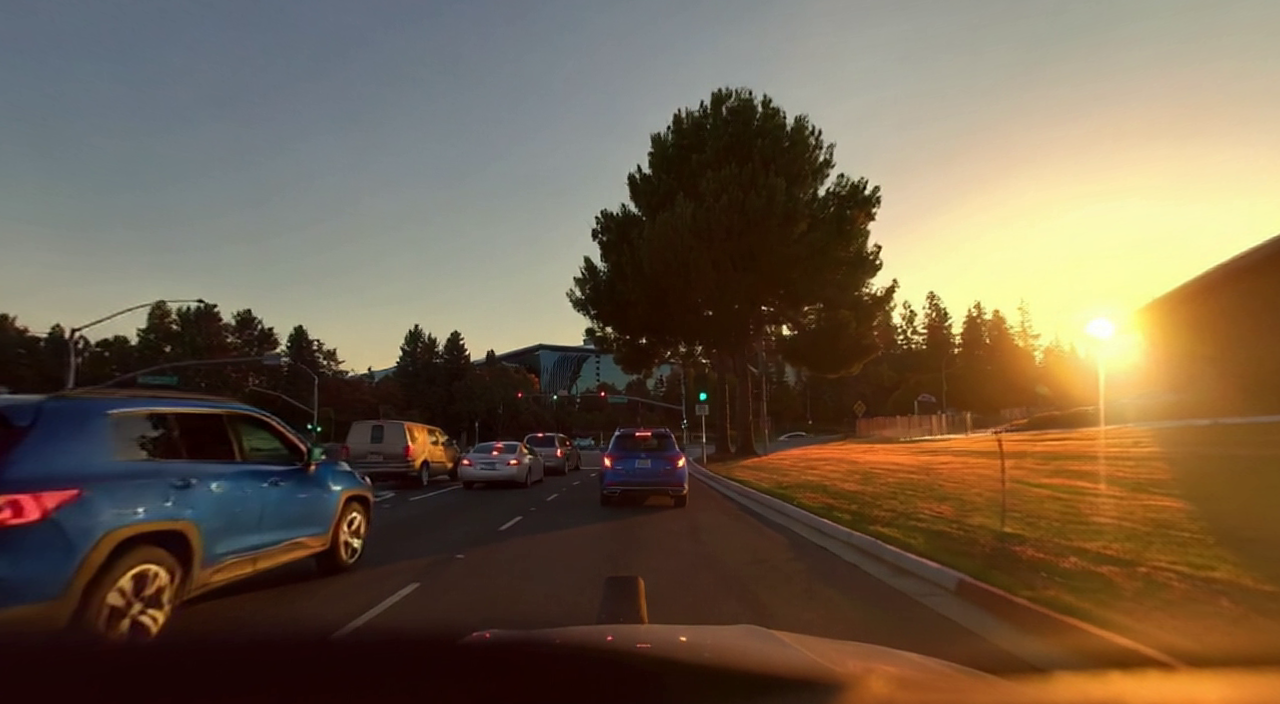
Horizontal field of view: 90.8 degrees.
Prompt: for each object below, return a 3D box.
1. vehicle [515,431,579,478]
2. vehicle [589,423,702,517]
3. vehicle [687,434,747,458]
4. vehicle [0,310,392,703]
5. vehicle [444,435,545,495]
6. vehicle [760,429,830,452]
[{"bbox_3d":[-3.911,4.398,27.301,2.043,1.813,4.549,0,-9,0],"label":"vehicle"},{"bbox_3d":[0.095,2.464,13.663,2.055,1.681,4.270,0,-9,0],"label":"vehicle"},{"bbox_3d":[5.841,7.108,47.924,4.198,1.751,1.935,-3,-9,16],"label":"vehicle"},{"bbox_3d":[-4.067,1.131,5.175,2.088,1.947,5.119,0,-9,-1],"label":"vehicle"},{"bbox_3d":[-4.103,3.254,18.536,1.942,1.523,4.212,0,-9,0],"label":"vehicle"},{"bbox_3d":[10.489,6.037,43.005,4.265,1.498,1.826,-1,-9,3],"label":"vehicle"}]
